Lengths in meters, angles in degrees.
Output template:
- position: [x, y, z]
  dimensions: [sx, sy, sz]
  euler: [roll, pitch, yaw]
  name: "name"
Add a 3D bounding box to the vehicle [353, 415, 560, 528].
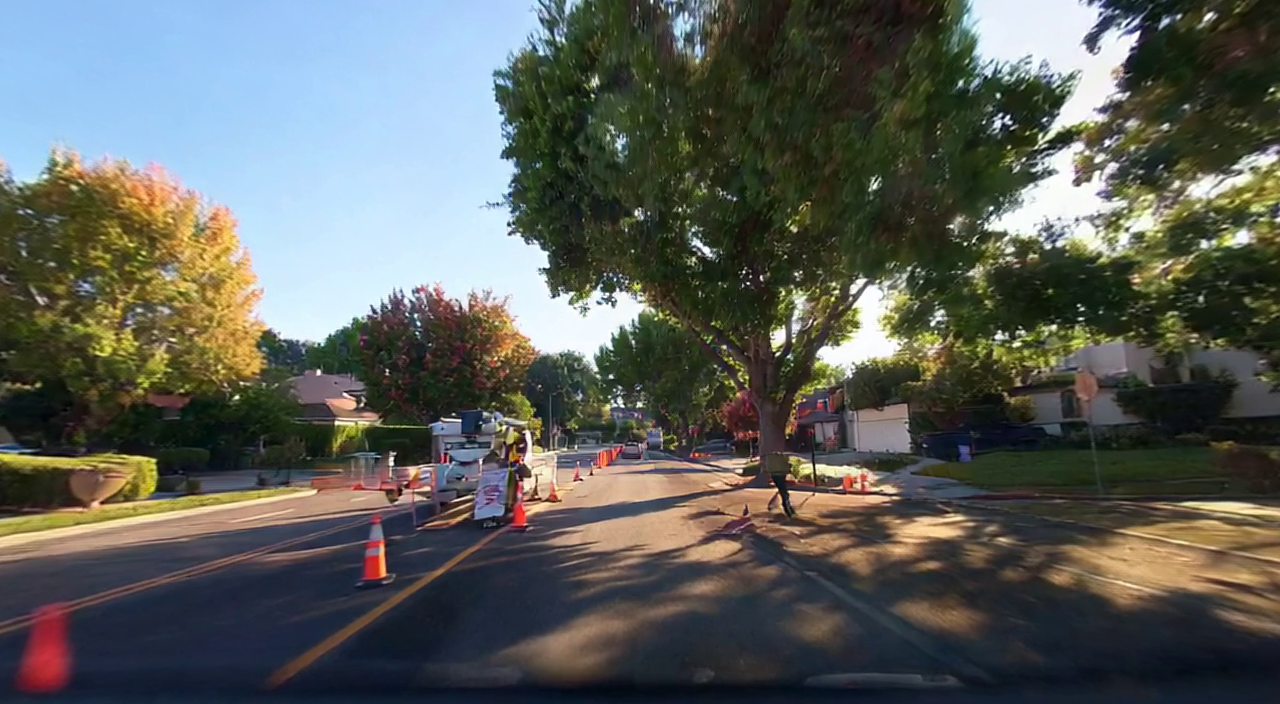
- position: [-3.633, 2.577, 14.312]
  dimensions: [2.742, 1.962, 6.409]
  euler: [0, -8, 0]
  name: "vehicle"
